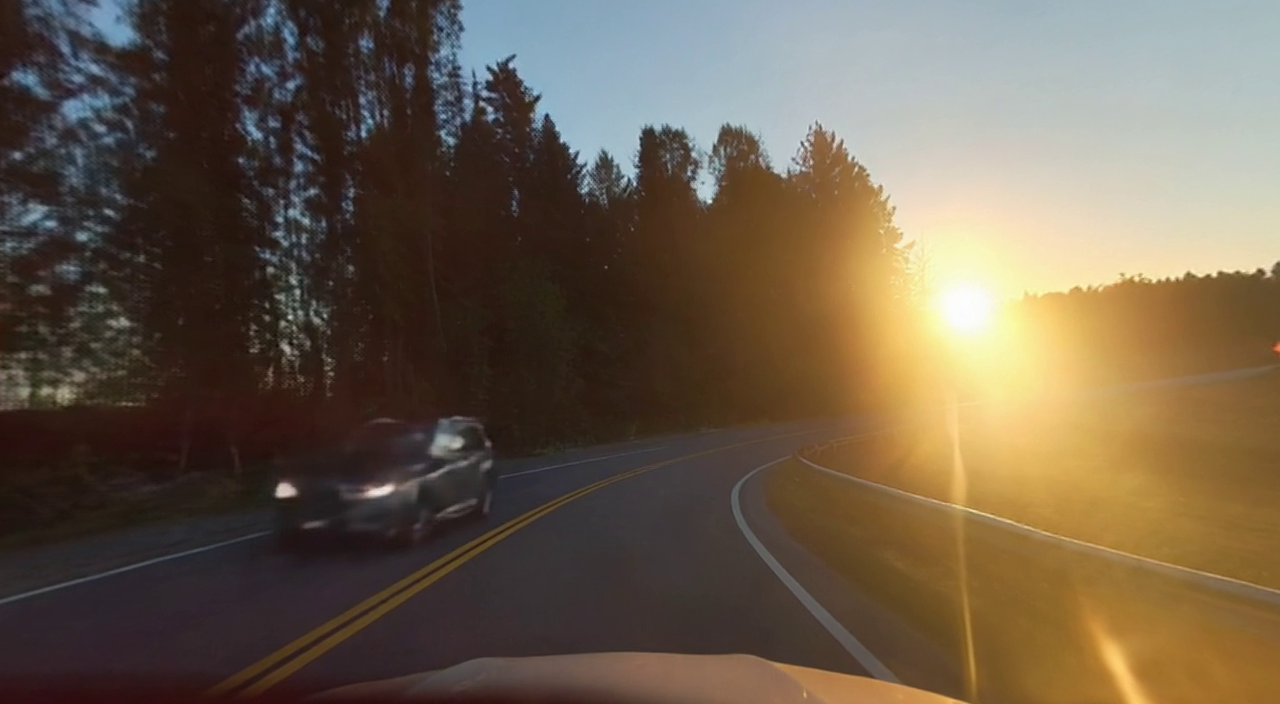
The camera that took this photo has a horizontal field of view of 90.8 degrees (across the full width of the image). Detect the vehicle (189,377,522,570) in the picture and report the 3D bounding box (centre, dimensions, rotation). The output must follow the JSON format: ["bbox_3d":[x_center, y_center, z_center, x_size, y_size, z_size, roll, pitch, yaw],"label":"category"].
[{"bbox_3d":[-3.381,1.594,8.943,2.095,1.939,4.857,-1,-9,5],"label":"vehicle"}]
